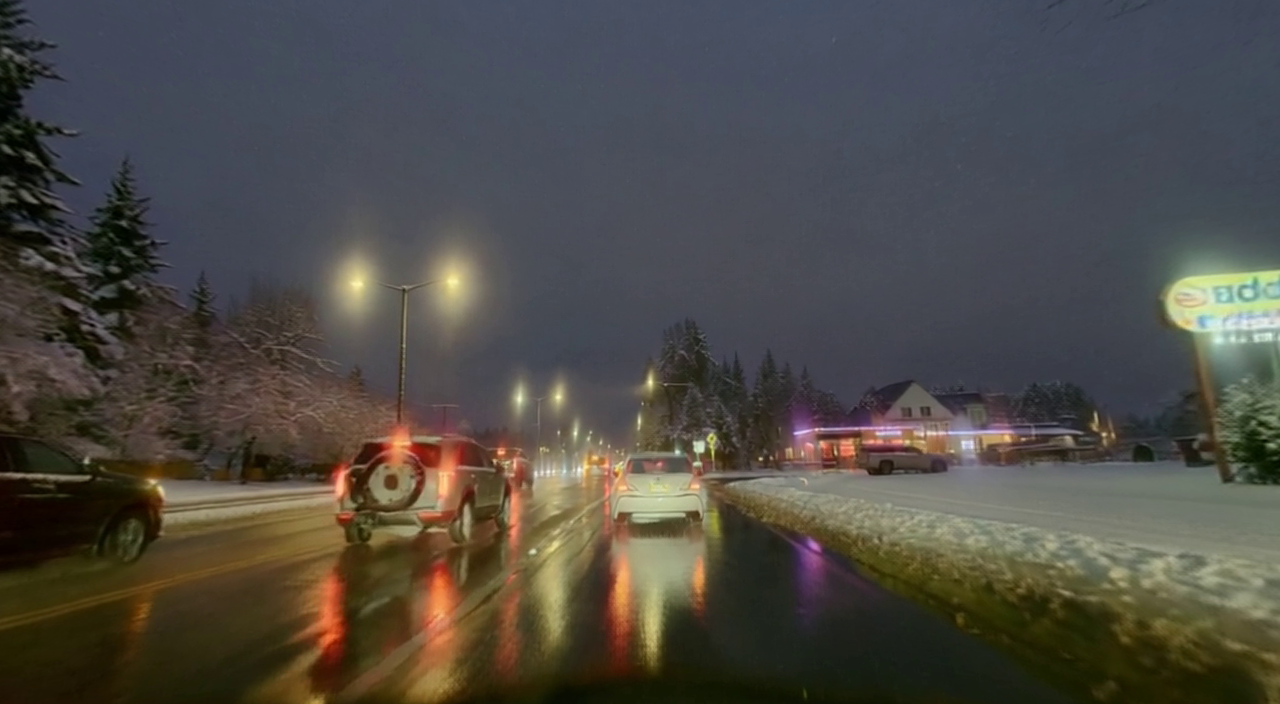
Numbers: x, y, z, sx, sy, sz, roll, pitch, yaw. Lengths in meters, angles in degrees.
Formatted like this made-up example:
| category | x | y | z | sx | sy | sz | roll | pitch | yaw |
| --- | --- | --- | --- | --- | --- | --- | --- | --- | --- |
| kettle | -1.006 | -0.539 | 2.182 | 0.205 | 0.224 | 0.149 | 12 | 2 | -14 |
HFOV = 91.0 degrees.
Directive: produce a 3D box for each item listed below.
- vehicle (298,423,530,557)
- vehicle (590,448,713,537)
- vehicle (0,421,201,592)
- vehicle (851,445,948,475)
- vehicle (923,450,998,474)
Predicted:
| category | x | y | z | sx | sy | sz | roll | pitch | yaw |
| --- | --- | --- | --- | --- | --- | --- | --- | --- | --- |
| vehicle | -3.362 | 2.152 | 10.618 | 2.055 | 1.725 | 4.732 | 0 | -9 | 1 |
| vehicle | 0.237 | 2.718 | 12.843 | 2.091 | 1.494 | 3.962 | 0 | -8 | 1 |
| vehicle | -7.224 | 1.591 | 6.679 | 1.968 | 1.657 | 4.230 | 0 | -9 | 1 |
| vehicle | 18.316 | 7.594 | 44.656 | 5.852 | 1.962 | 2.323 | -8 | -11 | 41 |
| vehicle | 22.511 | 7.733 | 44.300 | 4.220 | 1.550 | 1.935 | -10 | -13 | 43 |
